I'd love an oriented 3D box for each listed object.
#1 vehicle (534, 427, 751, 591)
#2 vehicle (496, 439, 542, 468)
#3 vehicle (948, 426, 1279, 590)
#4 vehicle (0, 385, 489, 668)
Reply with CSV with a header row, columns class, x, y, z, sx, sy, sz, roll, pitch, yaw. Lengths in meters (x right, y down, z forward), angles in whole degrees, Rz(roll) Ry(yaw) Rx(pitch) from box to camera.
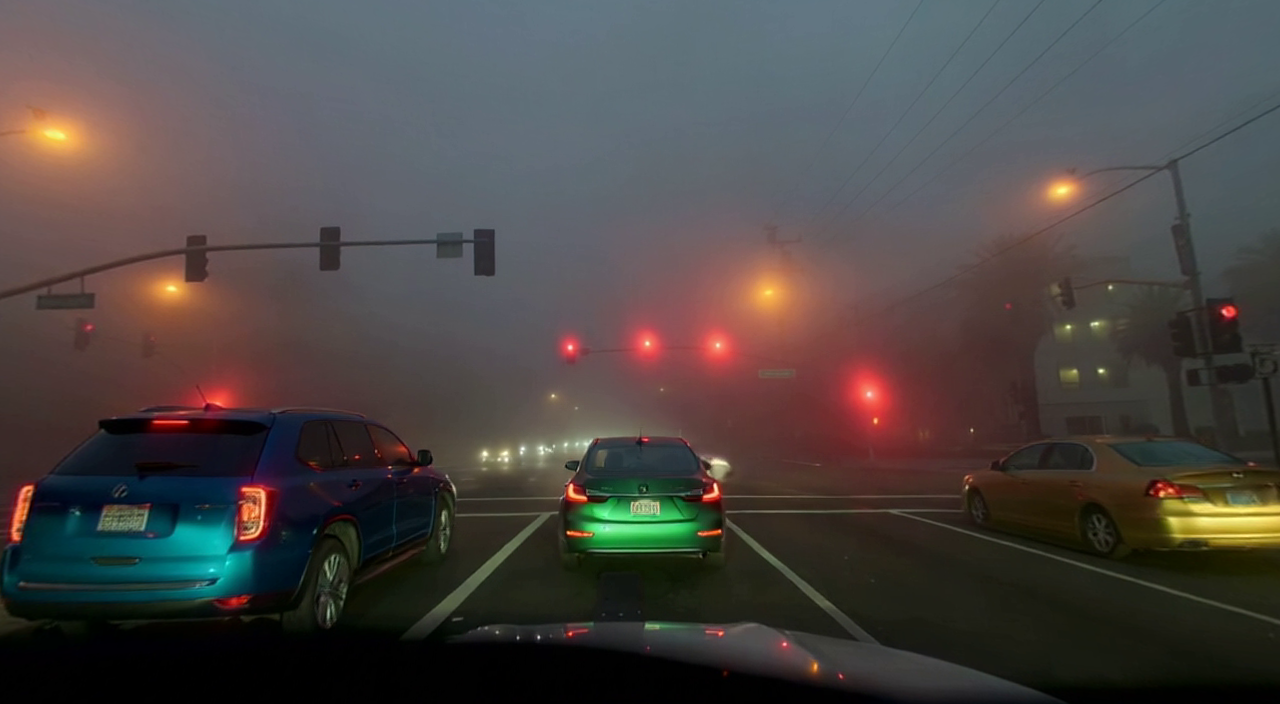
class,x,y,z,sx,sy,sz,roll,pitch,yaw
vehicle,-0.005,1.705,7.722,1.942,1.445,3.973,0,-8,-1
vehicle,-7.944,6.702,42.030,2.130,1.810,4.450,-2,-8,1
vehicle,6.091,1.768,8.115,1.970,1.489,4.482,0,-8,-1
vehicle,-3.108,1.373,6.104,2.051,1.682,4.467,0,-8,2
